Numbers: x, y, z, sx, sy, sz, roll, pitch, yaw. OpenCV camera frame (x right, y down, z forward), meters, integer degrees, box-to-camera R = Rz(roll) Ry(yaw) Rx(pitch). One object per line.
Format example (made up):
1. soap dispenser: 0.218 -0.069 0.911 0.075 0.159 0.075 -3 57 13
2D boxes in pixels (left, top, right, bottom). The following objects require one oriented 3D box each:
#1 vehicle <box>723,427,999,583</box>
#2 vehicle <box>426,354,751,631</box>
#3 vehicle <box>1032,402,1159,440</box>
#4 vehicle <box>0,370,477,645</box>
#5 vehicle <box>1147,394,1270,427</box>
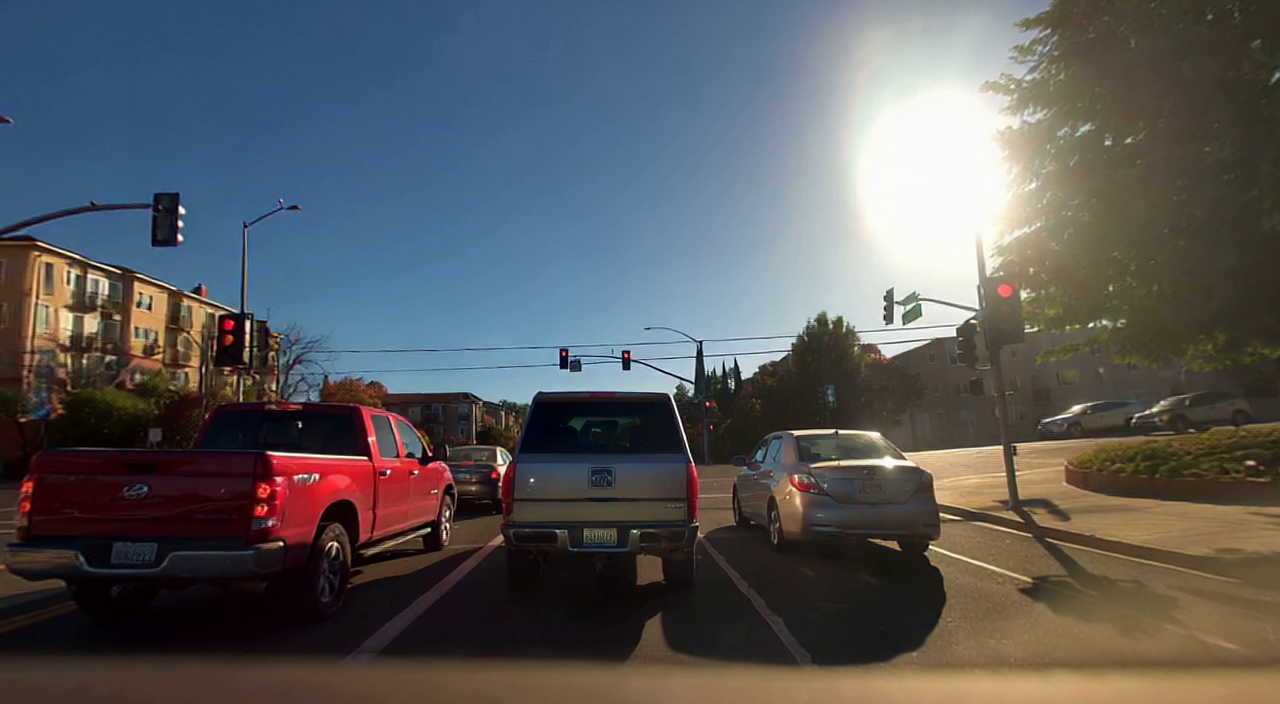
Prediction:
1. vehicle: 2.421 1.803 8.323 2.016 1.481 4.336 0 -9 -1
2. vehicle: -0.398 1.313 6.770 2.282 1.964 4.421 0 -9 -1
3. vehicle: 23.290 3.590 32.481 4.721 1.866 2.188 0 -9 2
4. vehicle: -3.464 1.417 6.881 2.146 1.828 5.148 0 -9 -2
5. vehicle: 29.320 3.043 32.661 4.540 1.543 1.803 0 -9 0
